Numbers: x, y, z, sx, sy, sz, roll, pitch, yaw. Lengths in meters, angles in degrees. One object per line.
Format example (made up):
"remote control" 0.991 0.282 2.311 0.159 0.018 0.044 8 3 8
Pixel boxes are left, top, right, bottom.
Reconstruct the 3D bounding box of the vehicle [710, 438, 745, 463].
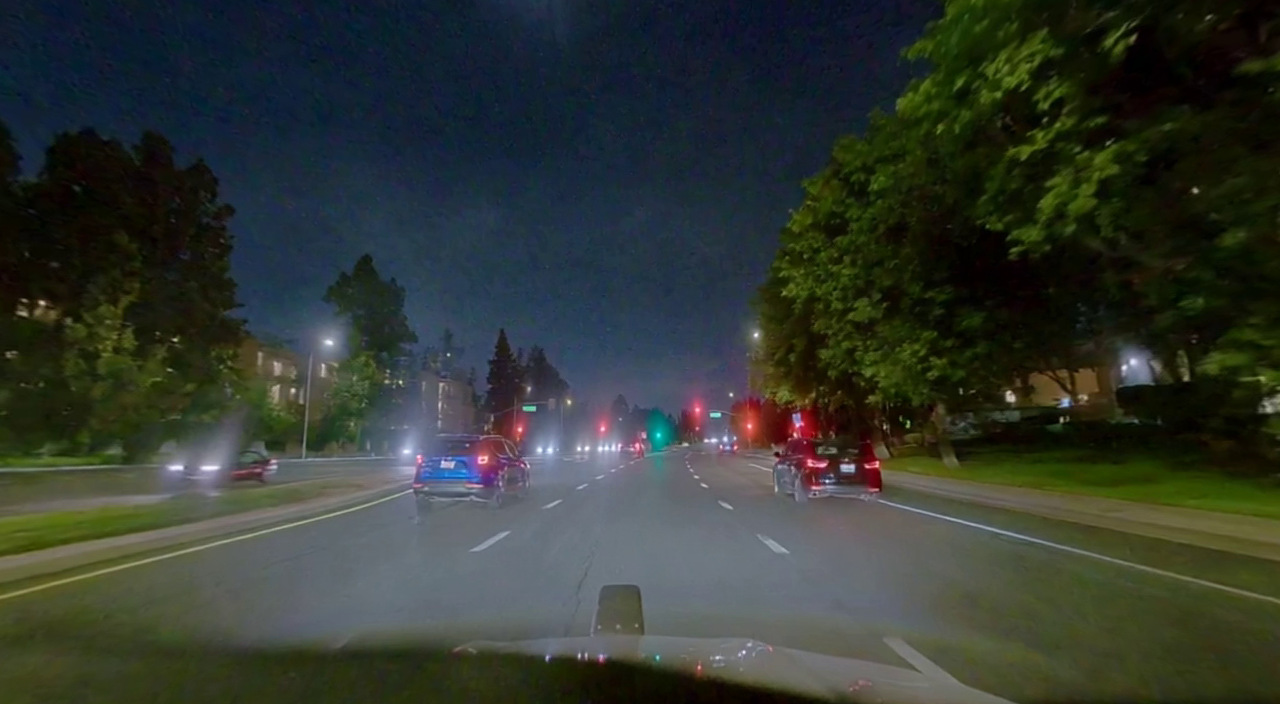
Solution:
"vehicle" 6.153 6.943 44.701 2.169 1.669 4.037 -1 -8 4

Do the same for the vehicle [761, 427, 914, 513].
"vehicle" 4.281 2.627 14.577 2.132 1.659 4.387 0 -8 1

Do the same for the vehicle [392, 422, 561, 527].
"vehicle" -2.953 2.339 12.642 2.045 1.688 4.632 0 -8 1

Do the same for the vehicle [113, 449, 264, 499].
"vehicle" -14.931 4.015 21.239 1.767 1.433 4.352 0 -8 1
